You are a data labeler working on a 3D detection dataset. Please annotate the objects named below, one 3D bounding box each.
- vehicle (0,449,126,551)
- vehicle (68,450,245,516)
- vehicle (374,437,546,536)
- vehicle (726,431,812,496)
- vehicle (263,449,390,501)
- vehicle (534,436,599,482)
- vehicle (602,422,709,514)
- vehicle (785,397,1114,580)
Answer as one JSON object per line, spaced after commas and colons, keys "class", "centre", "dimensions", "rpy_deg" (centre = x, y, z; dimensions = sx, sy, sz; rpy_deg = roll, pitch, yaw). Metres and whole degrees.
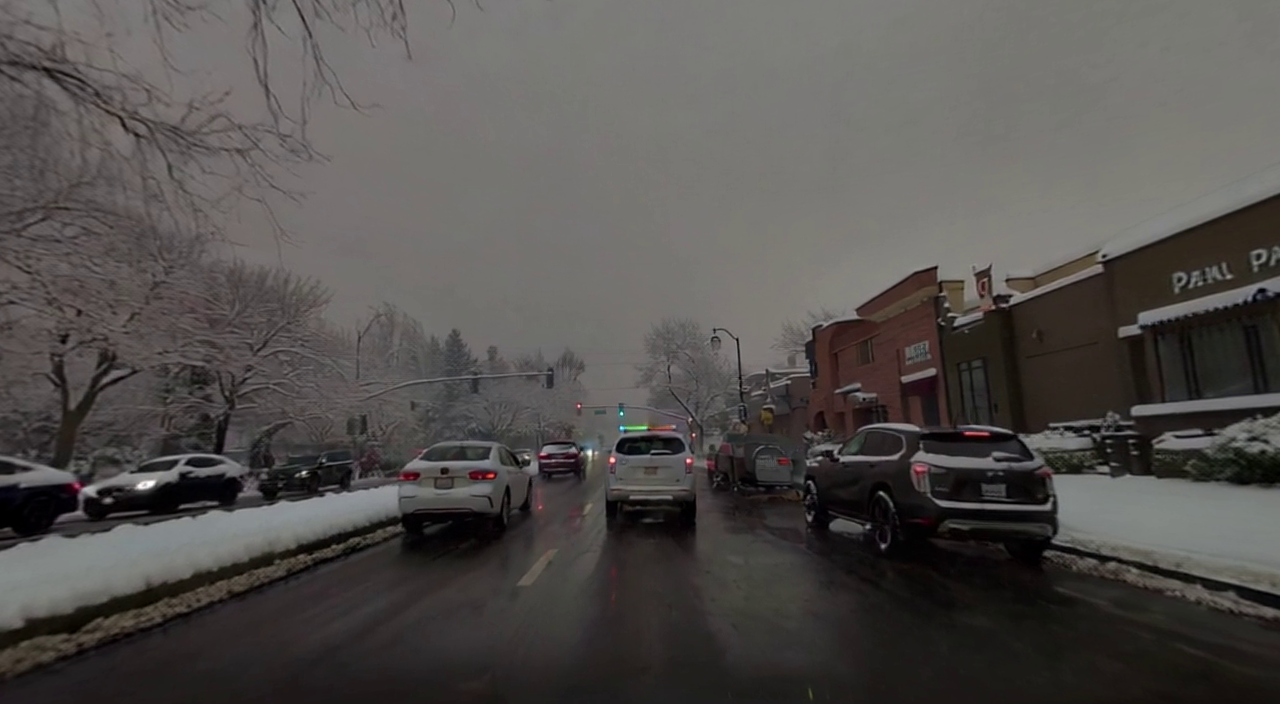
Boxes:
{"class": "vehicle", "centre": [-10.640, 2.236, 9.373], "dimensions": [2.041, 1.500, 4.684], "rpy_deg": [-2, -8, 0]}
{"class": "vehicle", "centre": [-14.437, 3.886, 19.219], "dimensions": [2.056, 1.619, 4.270], "rpy_deg": [-3, -8, -1]}
{"class": "vehicle", "centre": [-3.046, 2.359, 11.712], "dimensions": [1.908, 1.474, 4.257], "rpy_deg": [0, -8, 0]}
{"class": "vehicle", "centre": [4.058, 3.570, 20.535], "dimensions": [2.025, 1.813, 4.372], "rpy_deg": [1, -8, 2]}
{"class": "vehicle", "centre": [-10.832, 4.229, 22.231], "dimensions": [2.158, 1.494, 4.480], "rpy_deg": [-3, -9, 1]}
{"class": "vehicle", "centre": [-3.055, 4.554, 27.150], "dimensions": [2.135, 1.806, 4.514], "rpy_deg": [0, -8, 1]}
{"class": "vehicle", "centre": [0.305, 2.572, 14.353], "dimensions": [2.075, 1.770, 4.018], "rpy_deg": [0, -8, 0]}
{"class": "vehicle", "centre": [4.017, 1.899, 9.730], "dimensions": [2.038, 1.865, 5.786], "rpy_deg": [3, -9, -1]}
